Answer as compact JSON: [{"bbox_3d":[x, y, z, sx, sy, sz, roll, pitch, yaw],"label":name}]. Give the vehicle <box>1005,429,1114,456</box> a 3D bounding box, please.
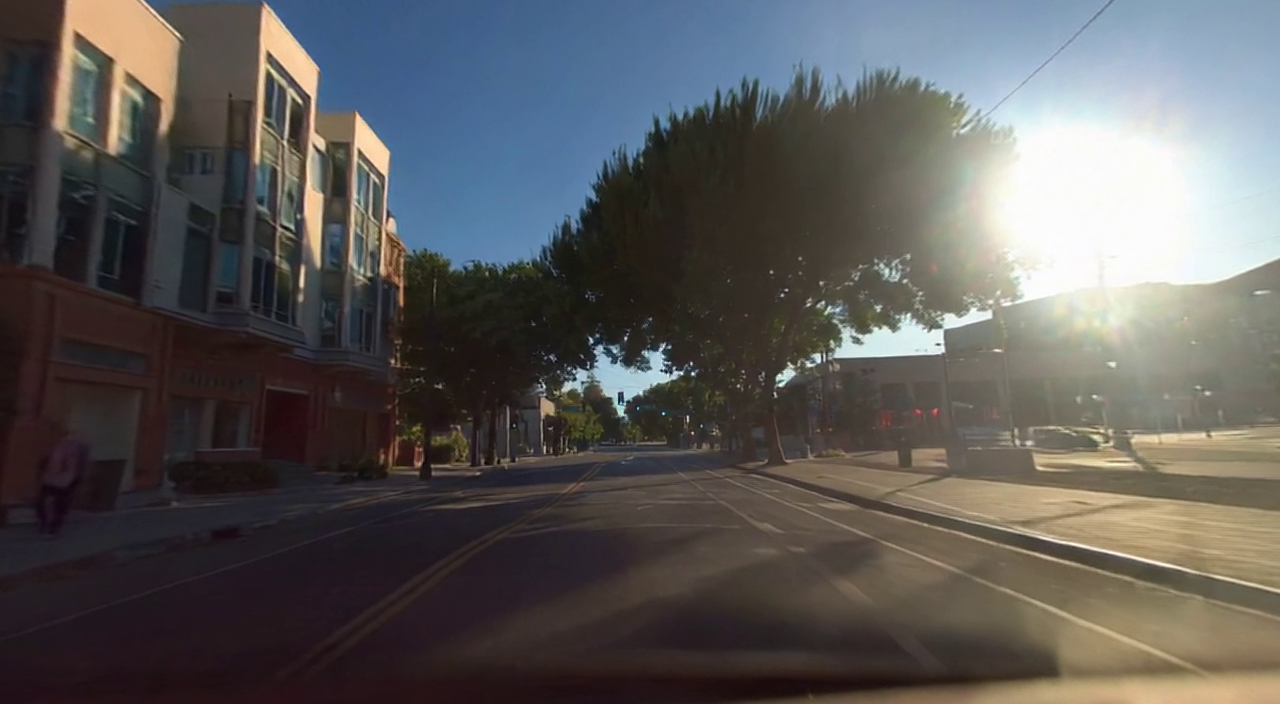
[{"bbox_3d":[28.697,6.231,43.299,1.981,1.712,5.765,6,-10,-38],"label":"vehicle"}]
